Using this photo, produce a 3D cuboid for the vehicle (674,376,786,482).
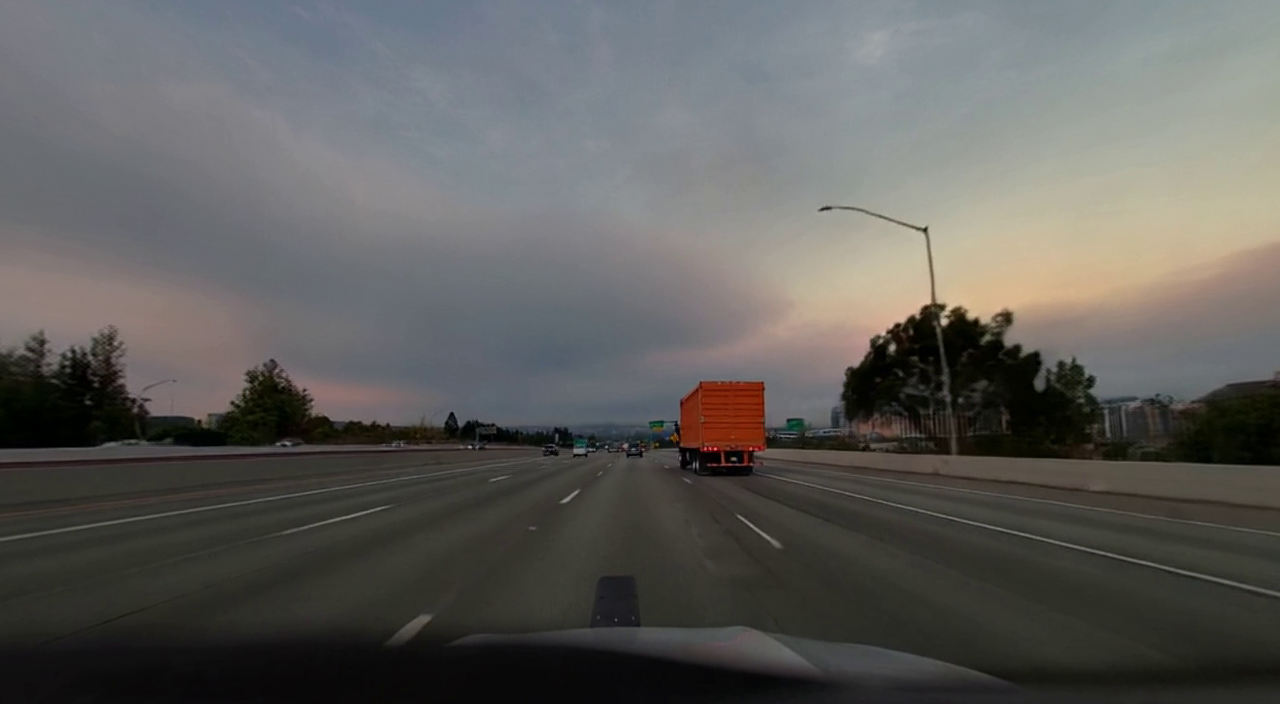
[{"bbox_3d":[3.307,3.385,26.658,2.966,3.586,10.563,0,-9,-1],"label":"vehicle"}]
